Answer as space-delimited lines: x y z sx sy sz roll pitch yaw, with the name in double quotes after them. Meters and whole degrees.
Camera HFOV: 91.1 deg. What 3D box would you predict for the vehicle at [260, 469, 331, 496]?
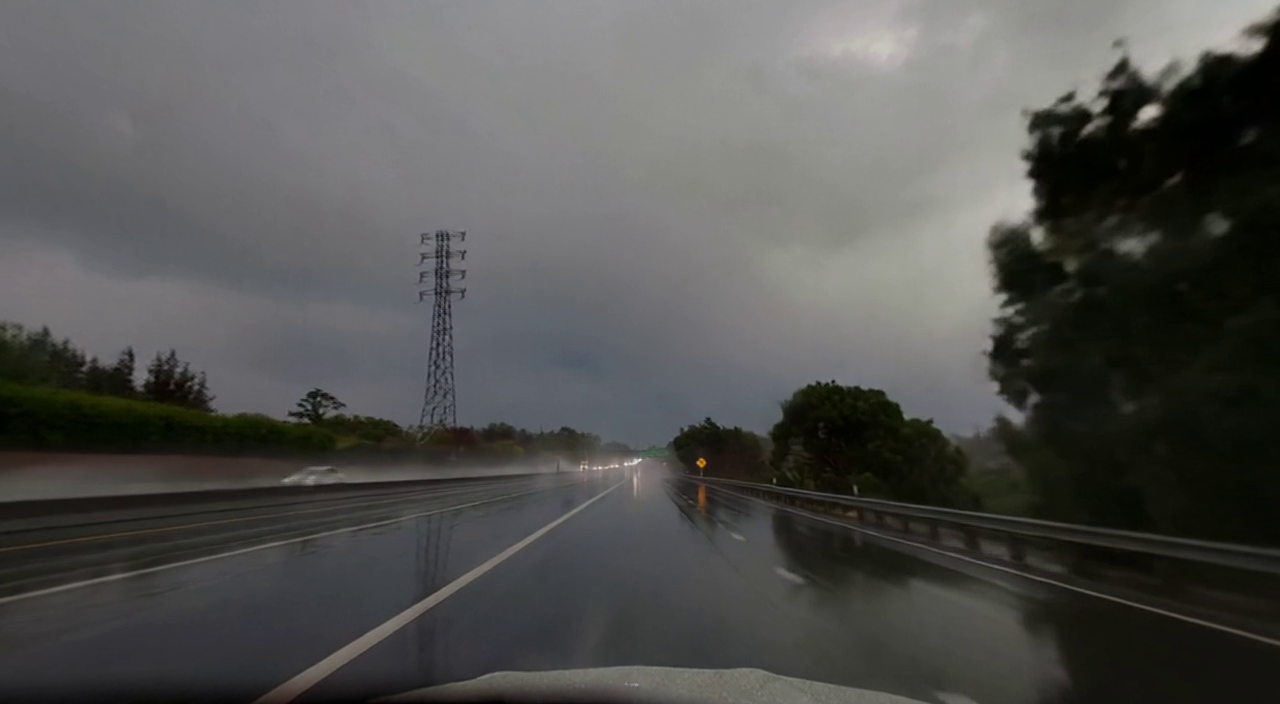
-19.672 7.440 36.042 1.791 1.430 3.800 1 -10 1 "vehicle"
